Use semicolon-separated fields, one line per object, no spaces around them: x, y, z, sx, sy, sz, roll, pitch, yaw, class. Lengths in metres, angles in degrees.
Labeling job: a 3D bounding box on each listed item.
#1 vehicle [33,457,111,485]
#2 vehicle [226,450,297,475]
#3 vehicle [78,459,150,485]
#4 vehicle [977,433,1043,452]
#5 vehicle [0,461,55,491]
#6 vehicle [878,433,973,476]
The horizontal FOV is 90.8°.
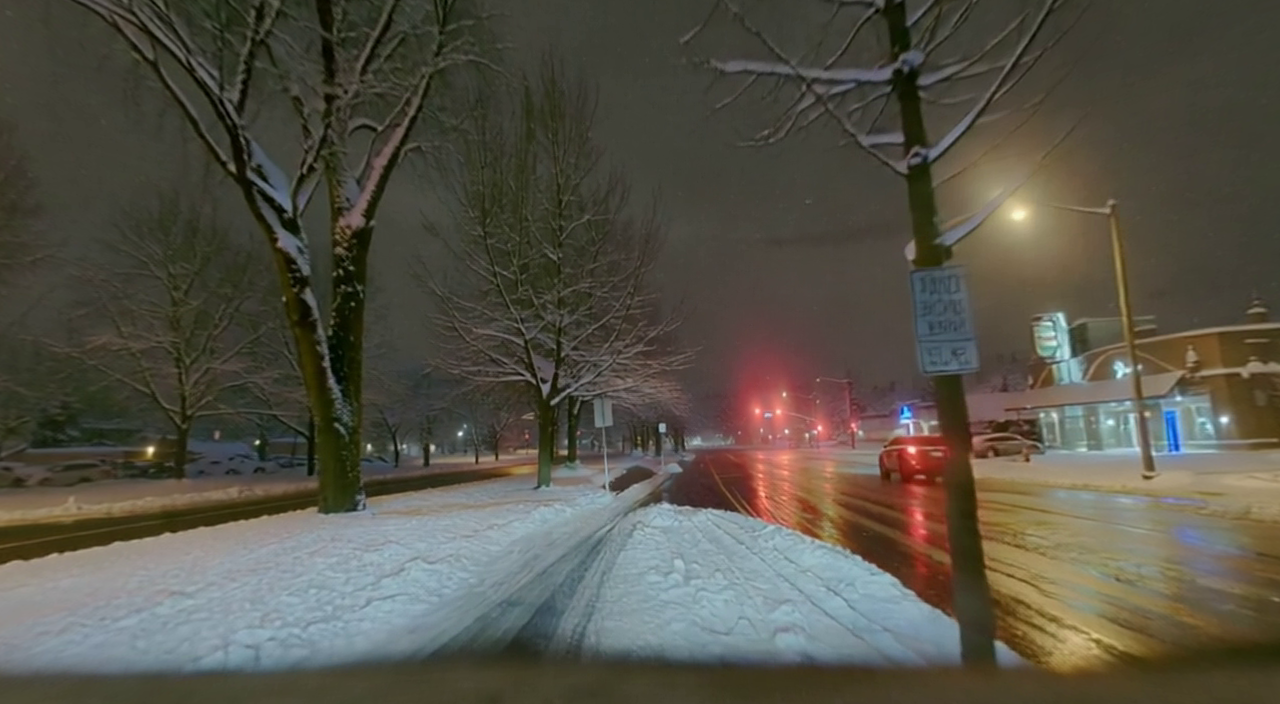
-34.276;7.123;38.067;5.124;1.541;2.121;-6;-10;33;vehicle
-28.597;8.295;47.647;5.483;1.719;2.112;-5;-10;31;vehicle
-34.882;7.892;41.874;4.416;1.541;2.102;-5;-10;30;vehicle
27.828;6.857;47.606;3.839;1.386;1.816;-1;-9;6;vehicle
-35.375;6.996;35.906;4.157;1.458;2.130;-6;-10;34;vehicle
12.054;4.360;27.067;2.100;1.638;4.545;0;-9;2;vehicle
